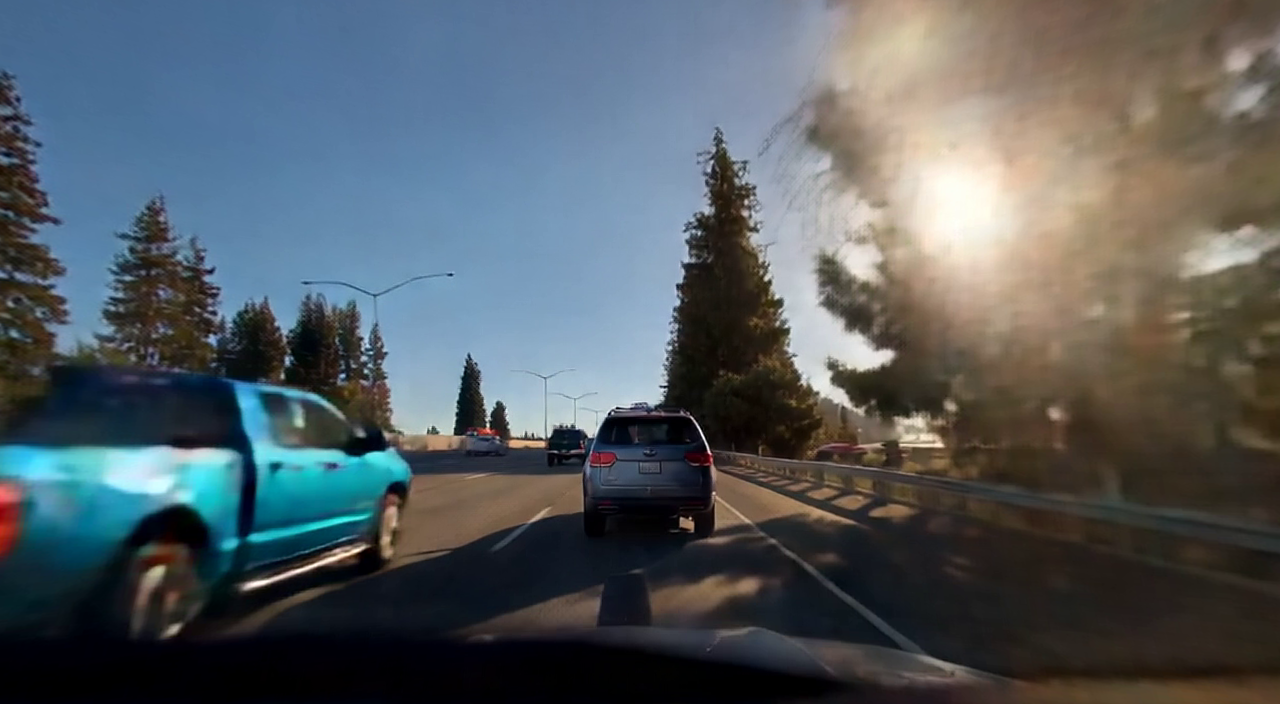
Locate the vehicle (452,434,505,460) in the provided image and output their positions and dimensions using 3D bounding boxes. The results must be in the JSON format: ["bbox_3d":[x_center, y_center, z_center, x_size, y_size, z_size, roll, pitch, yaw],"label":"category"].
[{"bbox_3d":[-10.152,6.029,40.074,2.002,1.484,4.798,0,-8,1],"label":"vehicle"}]

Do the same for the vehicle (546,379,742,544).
[{"bbox_3d":[0.060,1.693,10.184,2.395,2.013,4.734,0,-8,0],"label":"vehicle"}]

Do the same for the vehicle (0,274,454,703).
[{"bbox_3d":[-3.342,0.960,4.296,2.235,1.826,6.106,0,-8,1],"label":"vehicle"}]
